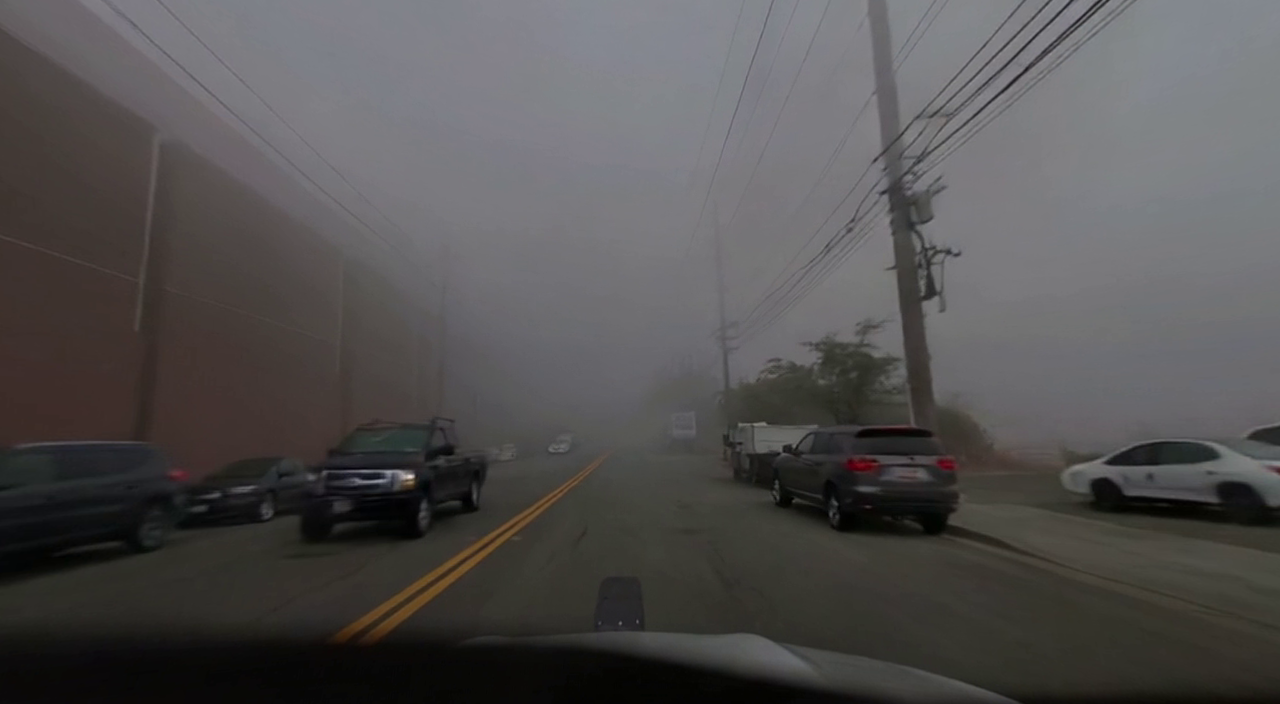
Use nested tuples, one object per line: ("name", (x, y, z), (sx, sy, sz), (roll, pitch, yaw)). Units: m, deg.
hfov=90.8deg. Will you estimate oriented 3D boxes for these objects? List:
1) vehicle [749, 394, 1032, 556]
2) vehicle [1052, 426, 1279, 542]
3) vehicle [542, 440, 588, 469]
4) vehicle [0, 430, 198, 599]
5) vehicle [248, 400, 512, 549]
("vehicle", (3.583, 1.914, 10.745), (2.218, 1.956, 5.916), (0, -8, -2))
("vehicle", (8.509, 1.823, 9.296), (1.798, 1.370, 4.191), (-2, -9, -4))
("vehicle", (-4.084, 5.660, 35.260), (1.966, 1.482, 4.473), (0, -8, 1))
("vehicle", (-7.690, 1.844, 7.316), (1.933, 1.754, 4.514), (-3, -7, 0))
("vehicle", (-4.095, 2.052, 11.442), (2.275, 1.999, 5.723), (0, -8, 1))
